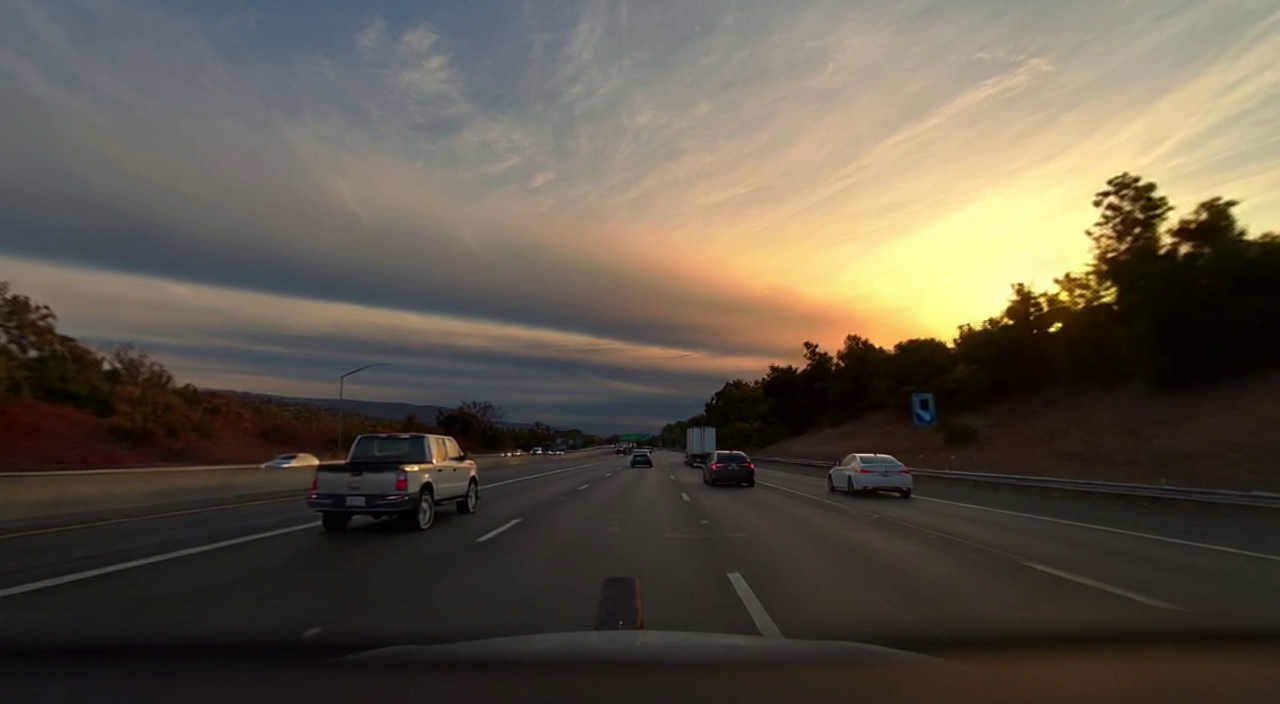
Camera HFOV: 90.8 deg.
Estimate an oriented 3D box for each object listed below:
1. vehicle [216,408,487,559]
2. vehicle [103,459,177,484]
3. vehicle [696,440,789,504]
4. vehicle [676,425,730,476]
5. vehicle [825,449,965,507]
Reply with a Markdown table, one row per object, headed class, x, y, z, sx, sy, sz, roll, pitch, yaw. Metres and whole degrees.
| class | x | y | z | sx | sy | sz | roll | pitch | yaw |
| --- | --- | --- | --- | --- | --- | --- | --- | --- | --- |
| vehicle | -4.308 | 2.060 | 10.692 | 2.036 | 1.892 | 5.214 | 0 | -9 | 1 |
| vehicle | -29.978 | 7.152 | 38.001 | 1.570 | 1.353 | 3.376 | 0 | -9 | 2 |
| vehicle | 3.023 | 3.639 | 19.634 | 2.103 | 1.717 | 4.399 | 0 | -9 | -1 |
| vehicle | 4.373 | 7.145 | 46.039 | 2.954 | 3.223 | 10.034 | 0 | -9 | 1 |
| vehicle | 7.271 | 3.611 | 18.666 | 2.146 | 1.482 | 4.665 | 0 | -9 | -1 |
